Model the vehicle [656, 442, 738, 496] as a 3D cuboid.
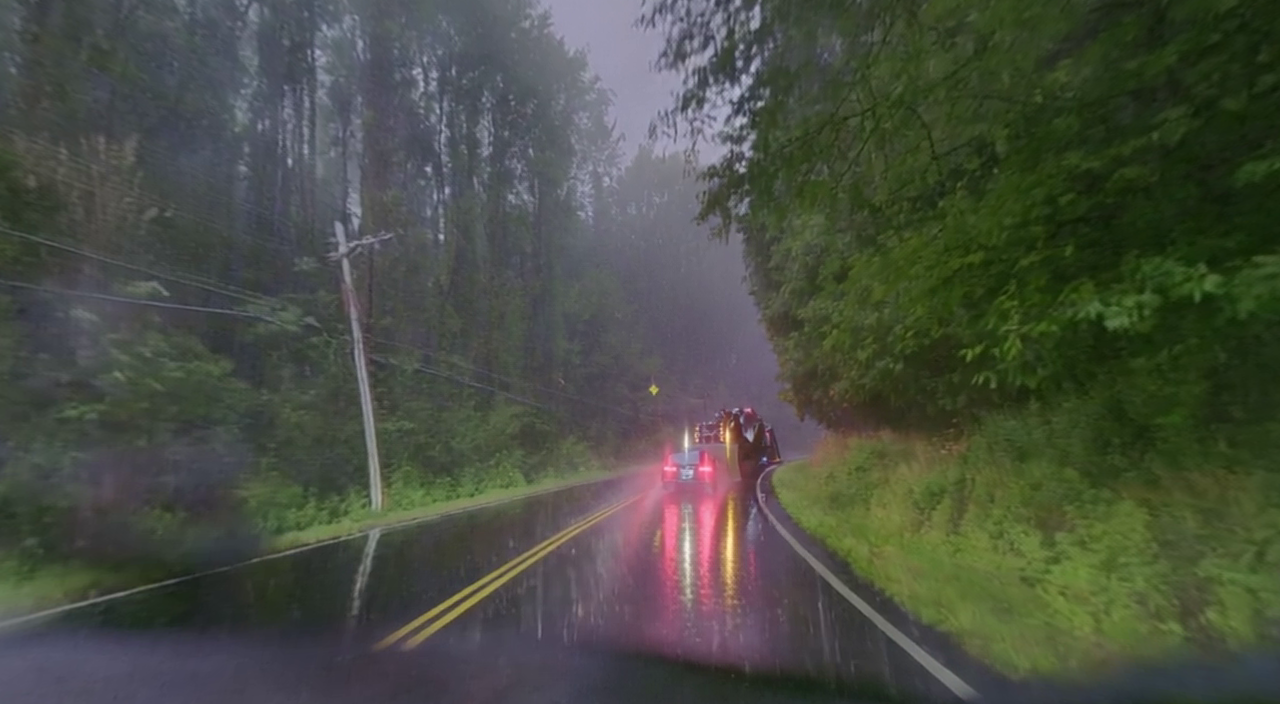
[{"bbox_3d":[1.875,3.537,19.432,2.196,1.465,4.294,-1,-9,9],"label":"vehicle"}]
